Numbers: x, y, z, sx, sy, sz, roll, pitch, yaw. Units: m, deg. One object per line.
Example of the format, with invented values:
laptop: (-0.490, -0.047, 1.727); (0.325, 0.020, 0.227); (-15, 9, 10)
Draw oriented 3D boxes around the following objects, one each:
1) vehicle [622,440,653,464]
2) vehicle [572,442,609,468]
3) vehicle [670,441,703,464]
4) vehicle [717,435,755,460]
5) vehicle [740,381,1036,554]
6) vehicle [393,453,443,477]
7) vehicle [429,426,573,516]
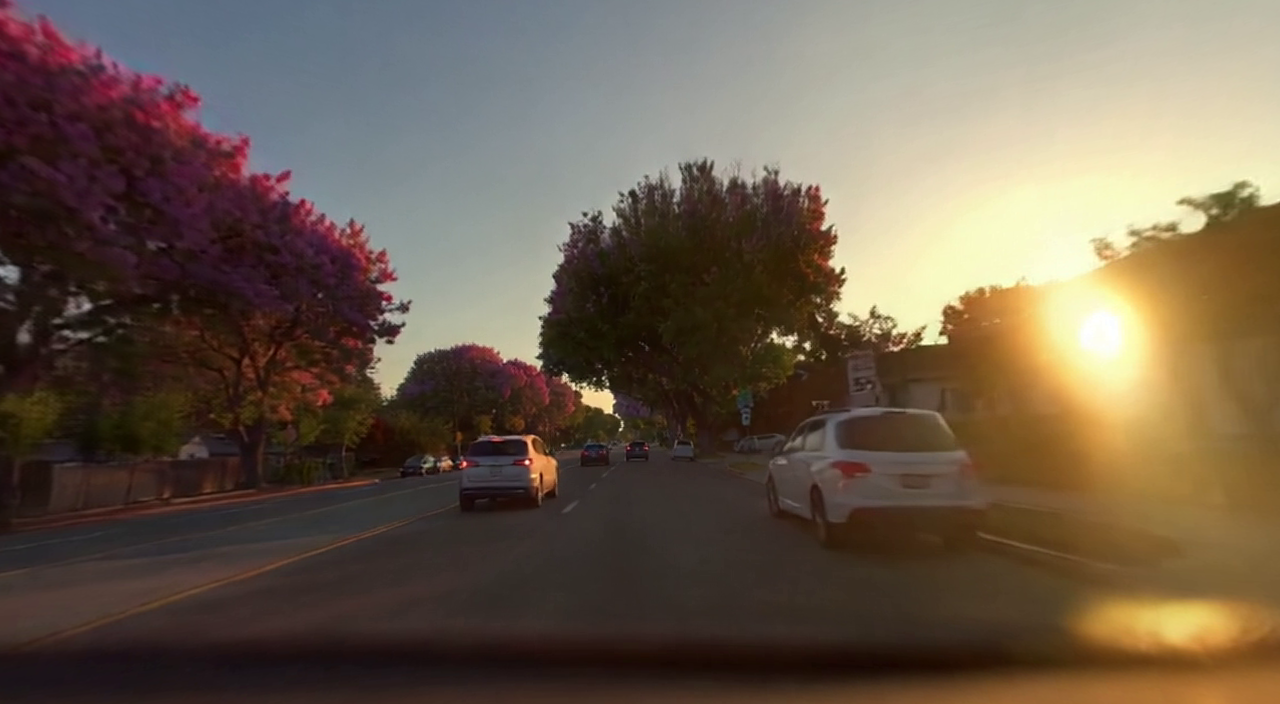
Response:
vehicle: (-0.203, 7.859, 49.900); (2.376, 1.801, 4.317); (0, -9, -1)
vehicle: (-3.237, 6.901, 42.386); (2.167, 1.634, 4.220); (0, -9, 0)
vehicle: (3.537, 7.810, 49.188); (2.150, 1.655, 4.739); (0, -9, -1)
vehicle: (7.354, 7.393, 48.854); (2.112, 1.776, 4.555); (1, -8, -2)
vehicle: (3.389, 1.770, 10.229); (2.653, 2.058, 5.096); (0, -9, -1)
vehicle: (-16.317, 8.337, 46.738); (1.870, 1.599, 5.022); (0, -9, 0)
vehicle: (-3.050, 2.759, 15.189); (2.257, 1.751, 5.028); (-1, -9, 1)
